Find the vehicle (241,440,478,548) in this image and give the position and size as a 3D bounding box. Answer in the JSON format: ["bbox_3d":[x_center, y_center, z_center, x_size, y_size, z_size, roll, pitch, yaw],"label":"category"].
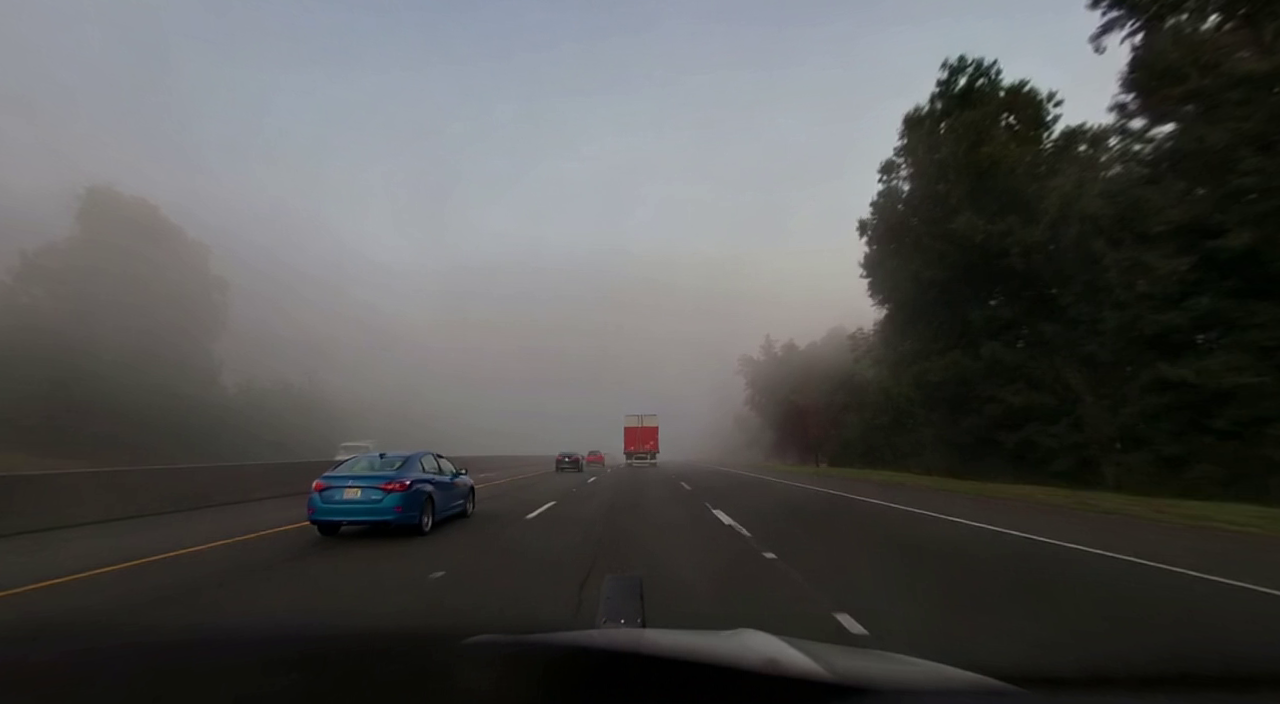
[{"bbox_3d":[-4.409,2.287,10.871,2.010,1.461,4.391,0,-9,1],"label":"vehicle"}]

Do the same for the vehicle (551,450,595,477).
[{"bbox_3d":[-3.755,6.297,35.963,1.981,1.435,4.199,0,-9,1],"label":"vehicle"}]

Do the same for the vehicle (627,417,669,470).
[{"bbox_3d":[0.533,7.014,48.099,2.893,3.628,9.081,0,-9,0],"label":"vehicle"}]
